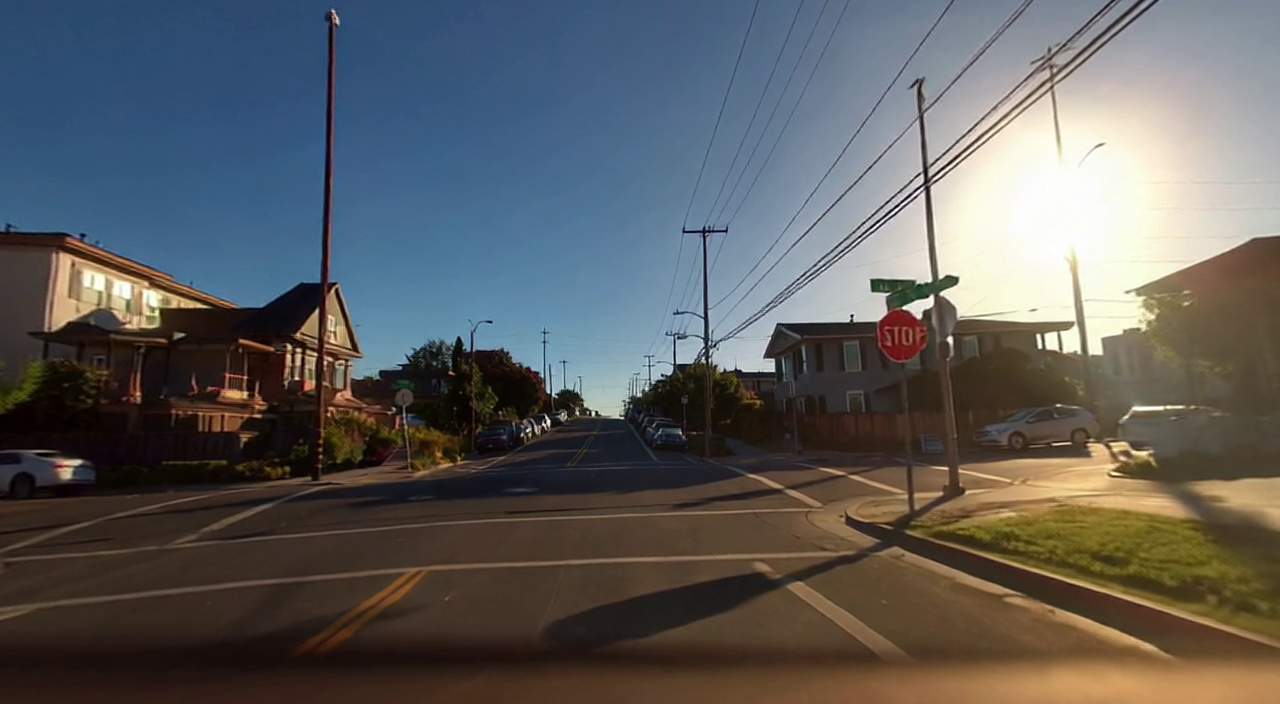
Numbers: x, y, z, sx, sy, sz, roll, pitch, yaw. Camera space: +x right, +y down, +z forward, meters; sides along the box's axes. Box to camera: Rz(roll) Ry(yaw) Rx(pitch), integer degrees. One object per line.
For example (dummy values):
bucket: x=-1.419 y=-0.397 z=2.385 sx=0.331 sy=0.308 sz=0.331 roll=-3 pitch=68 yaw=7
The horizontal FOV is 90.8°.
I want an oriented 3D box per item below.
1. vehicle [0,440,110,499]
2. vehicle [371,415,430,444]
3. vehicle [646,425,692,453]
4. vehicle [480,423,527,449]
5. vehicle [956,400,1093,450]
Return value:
vehicle: x=-19.807 y=3.679 z=19.920 sx=4.181 sy=1.742 sz=1.945 roll=1 pitch=-9 yaw=-11
vehicle: x=-14.547 y=4.802 z=38.698 sx=1.992 sy=1.678 sz=4.658 roll=0 pitch=-8 yaw=-3
vehicle: x=1.557 y=4.939 z=35.678 sx=2.120 sy=1.487 sz=4.360 roll=0 pitch=-8 yaw=-4
vehicle: x=-8.529 y=5.332 z=39.815 sx=2.065 sy=1.553 sz=4.636 roll=0 pitch=-8 yaw=-2
vehicle: x=17.075 y=3.309 z=28.154 sx=4.985 sy=2.088 sz=2.141 roll=2 pitch=-9 yaw=-13
